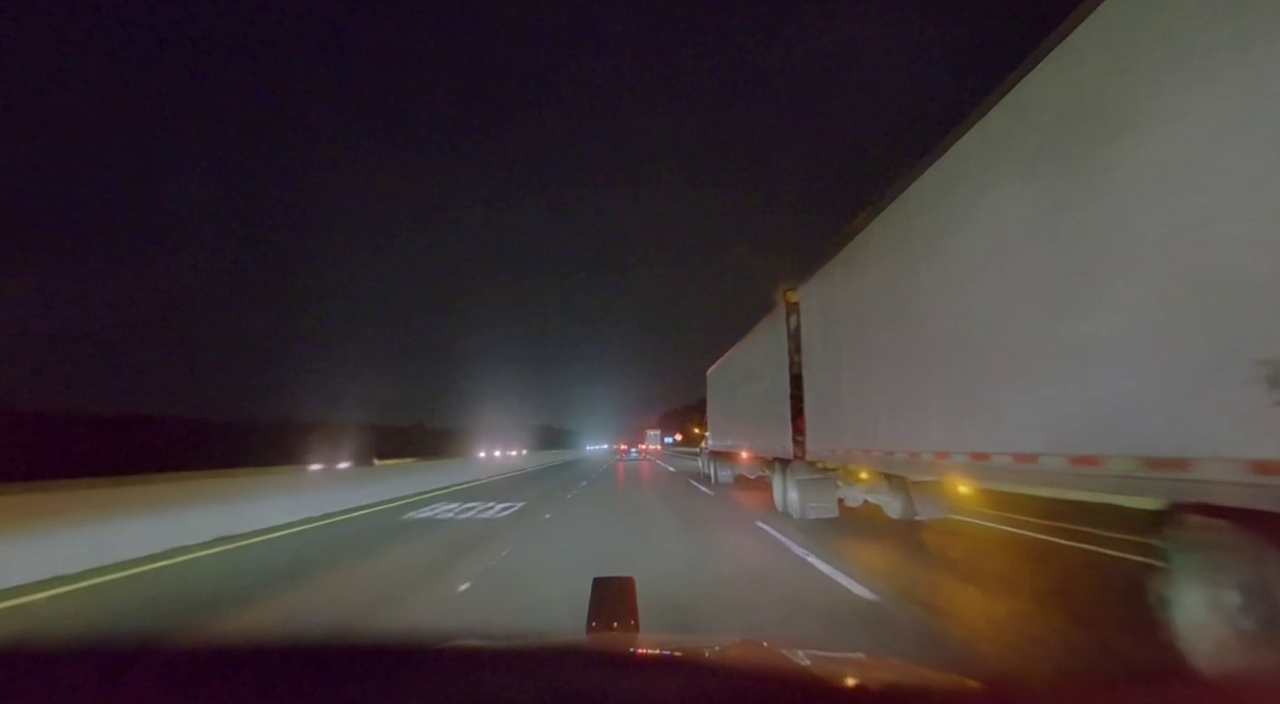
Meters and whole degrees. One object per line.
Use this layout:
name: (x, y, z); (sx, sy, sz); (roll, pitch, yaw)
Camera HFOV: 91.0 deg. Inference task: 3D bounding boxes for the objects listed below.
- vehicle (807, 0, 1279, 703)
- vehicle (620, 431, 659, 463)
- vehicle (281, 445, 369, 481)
vehicle: (3.891, -0.012, 4.426); (2.967, 3.961, 8.660); (-1, -8, 0)
vehicle: (-0.095, 6.424, 42.547); (2.456, 2.007, 4.728); (0, -8, -1)
vehicle: (-15.240, 5.362, 30.767); (1.969, 1.532, 4.531); (0, -8, 0)
